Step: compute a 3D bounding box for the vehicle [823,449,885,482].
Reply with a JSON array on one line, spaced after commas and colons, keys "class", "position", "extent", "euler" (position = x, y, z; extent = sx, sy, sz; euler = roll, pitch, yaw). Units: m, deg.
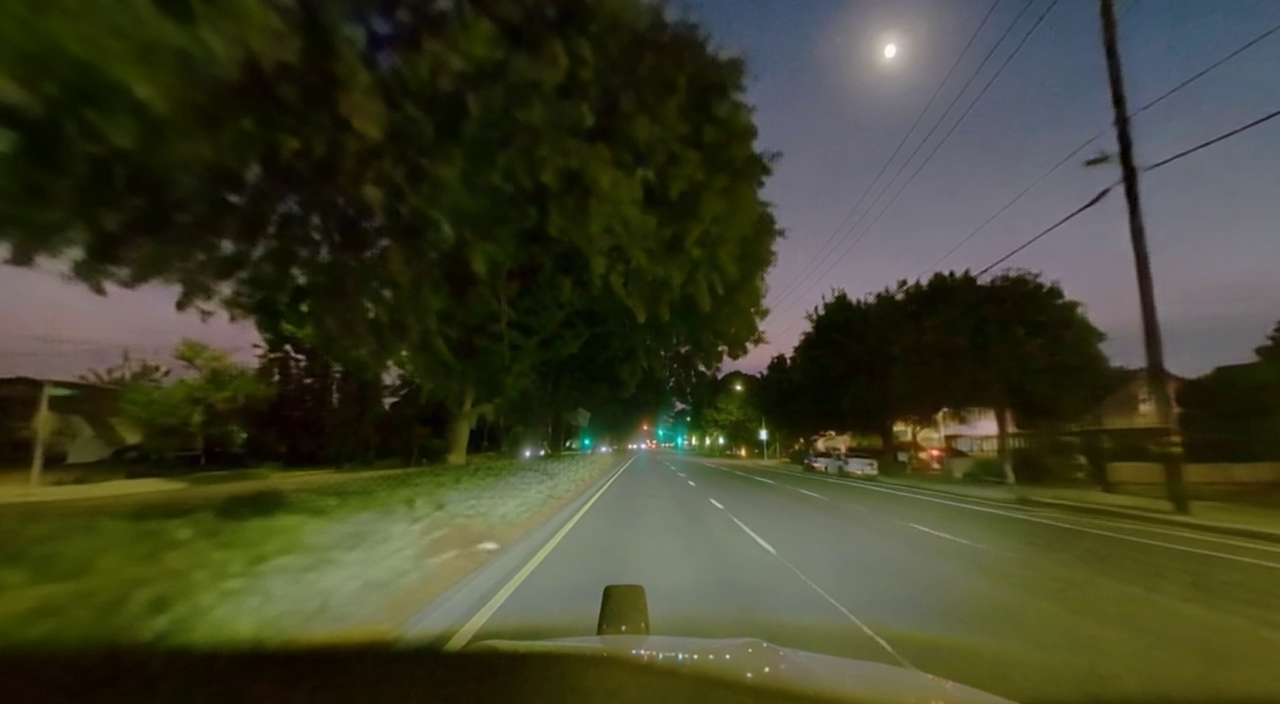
[{"class": "vehicle", "position": [11.806, 6.273, 35.080], "extent": [2.061, 1.575, 4.098], "euler": [4, -8, 1]}]
